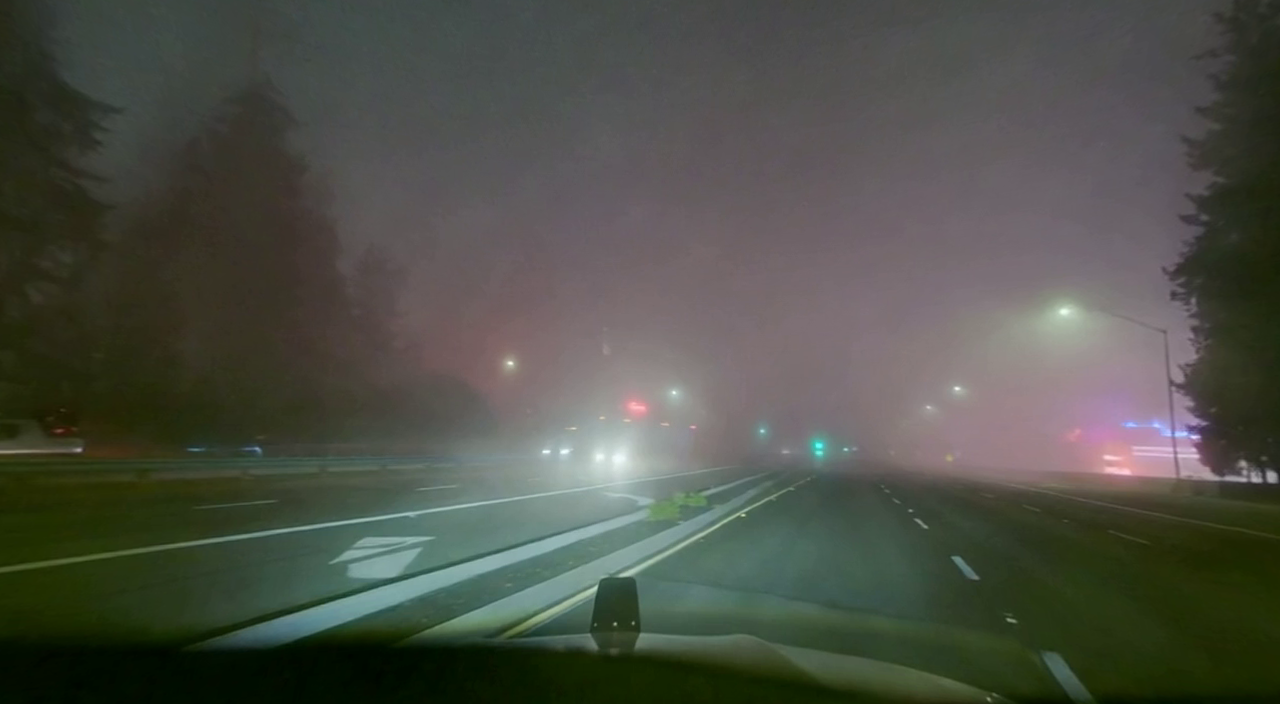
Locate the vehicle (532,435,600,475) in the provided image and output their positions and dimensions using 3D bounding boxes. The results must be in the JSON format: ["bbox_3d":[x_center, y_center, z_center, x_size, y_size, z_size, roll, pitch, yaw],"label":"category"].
[{"bbox_3d":[-3.517,5.004,30.853,1.932,1.781,3.906,-3,-9,16],"label":"vehicle"}]
